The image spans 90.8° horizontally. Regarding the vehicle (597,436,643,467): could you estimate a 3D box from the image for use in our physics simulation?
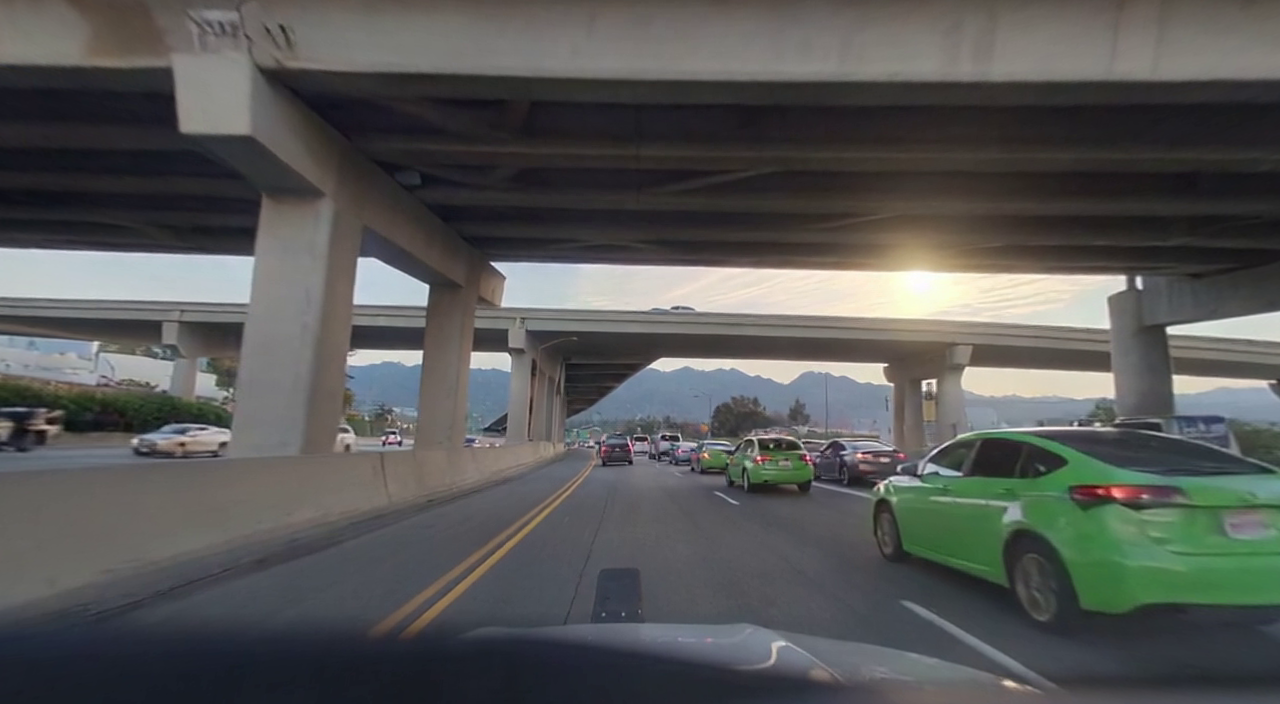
[{"bbox_3d":[-1.061,5.241,33.533,2.266,1.549,3.978,0,-8,-2],"label":"vehicle"}]

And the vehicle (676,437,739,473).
[{"bbox_3d":[2.925,4.595,28.439,2.074,1.455,4.646,0,-8,-3],"label":"vehicle"}]

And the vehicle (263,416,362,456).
[{"bbox_3d":[-16.262,4.240,31.813,2.120,1.831,5.735,0,-8,-3],"label":"vehicle"}]

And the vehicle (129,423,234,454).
[{"bbox_3d":[-23.451,4.468,32.579,1.979,1.481,4.811,0,-8,-2],"label":"vehicle"}]

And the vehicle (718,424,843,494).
[{"bbox_3d":[3.881,3.066,18.564,2.276,1.739,5.040,0,-8,-3],"label":"vehicle"}]

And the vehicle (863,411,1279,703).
[{"bbox_3d":[3.735,1.347,5.371,1.944,1.466,4.540,0,-8,-1],"label":"vehicle"}]
